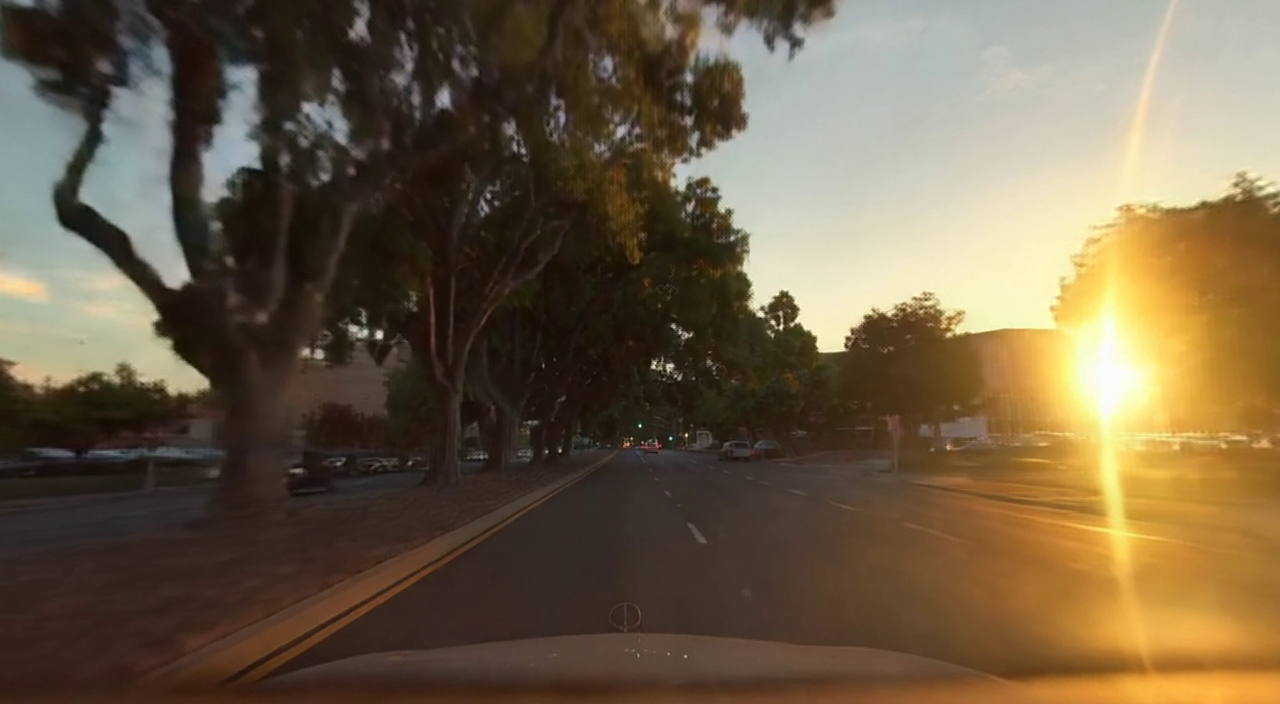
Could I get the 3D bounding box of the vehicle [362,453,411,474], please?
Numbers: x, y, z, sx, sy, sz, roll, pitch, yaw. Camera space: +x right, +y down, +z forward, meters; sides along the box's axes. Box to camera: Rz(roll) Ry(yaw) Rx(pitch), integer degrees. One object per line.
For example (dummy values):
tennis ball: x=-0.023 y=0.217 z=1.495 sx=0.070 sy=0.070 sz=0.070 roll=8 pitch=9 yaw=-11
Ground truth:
vehicle: x=-19.787 y=8.695 z=49.501 sx=1.795 sy=1.452 sz=4.718 roll=0 pitch=-9 yaw=1

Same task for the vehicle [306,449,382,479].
vehicle: x=-20.074 y=7.581 z=43.236 sx=2.208 sy=1.882 sz=5.826 roll=-1 pitch=-9 yaw=2

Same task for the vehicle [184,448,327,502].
vehicle: x=-13.453 y=4.279 z=22.537 sx=1.990 sy=1.686 sz=4.611 roll=-1 pitch=-9 yaw=3

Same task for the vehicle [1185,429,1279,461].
vehicle: x=36.899 y=5.740 z=39.177 sx=4.752 sy=1.730 sz=1.932 roll=-1 pitch=-9 yaw=-11

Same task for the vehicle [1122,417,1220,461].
vehicle: x=32.159 y=5.309 z=38.349 sx=3.804 sy=2.526 sz=2.489 roll=1 pitch=-9 yaw=-11

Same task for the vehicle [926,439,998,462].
vehicle: x=23.677 y=7.219 z=46.448 sx=4.518 sy=1.599 sz=1.850 roll=2 pitch=-9 yaw=-13
